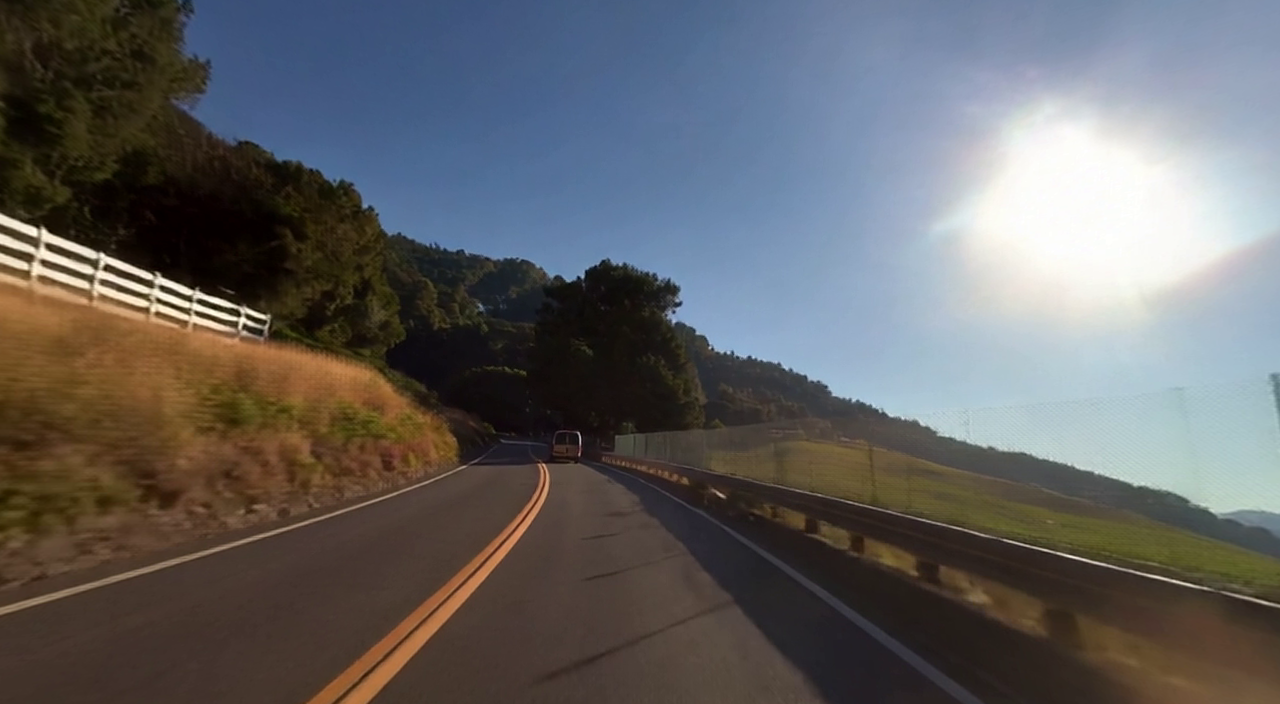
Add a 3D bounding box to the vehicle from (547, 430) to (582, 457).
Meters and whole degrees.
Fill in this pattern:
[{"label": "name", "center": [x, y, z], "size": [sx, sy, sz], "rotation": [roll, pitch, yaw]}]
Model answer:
[{"label": "vehicle", "center": [-5.864, 7.050, 48.500], "size": [2.439, 1.912, 5.605], "rotation": [1, -9, -9]}]
